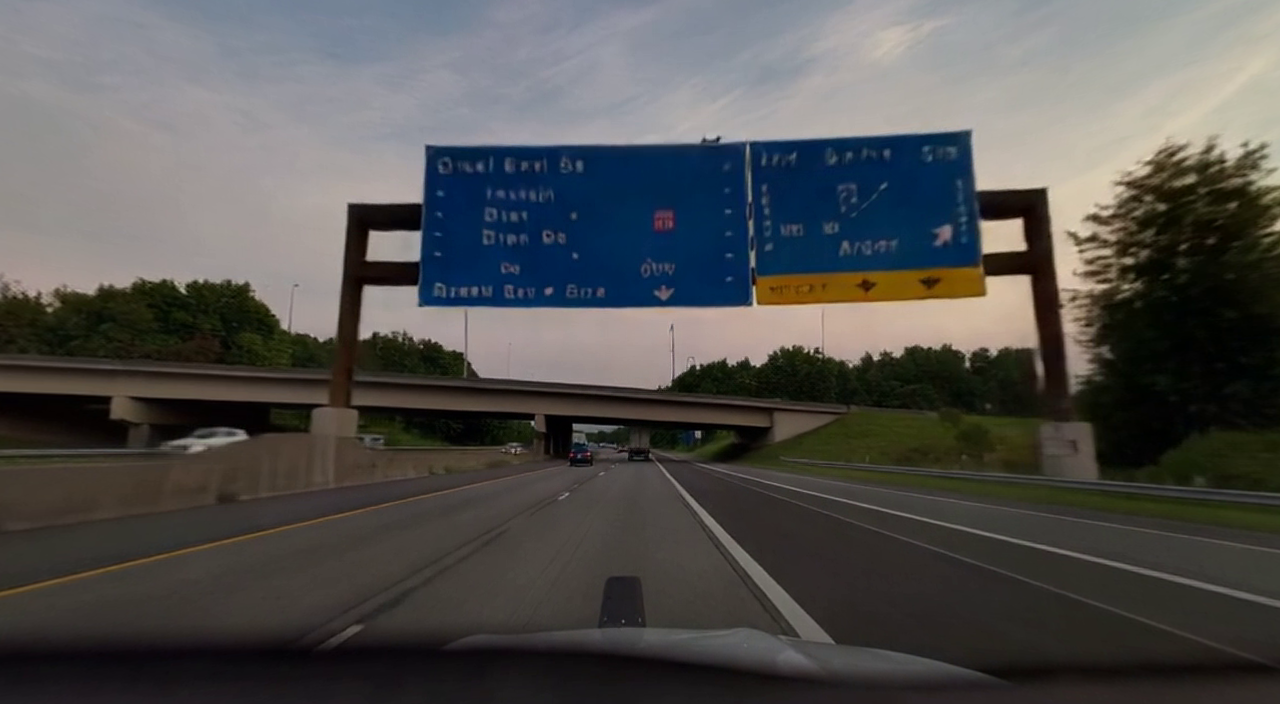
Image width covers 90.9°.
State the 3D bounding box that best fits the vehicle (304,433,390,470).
[{"bbox_3d":[-12.661,4.353,27.520,1.812,1.478,3.974,0,-9,0],"label":"vehicle"}]

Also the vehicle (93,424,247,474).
[{"bbox_3d":[-16.006,3.364,21.820,1.936,1.518,4.340,0,-9,1],"label":"vehicle"}]

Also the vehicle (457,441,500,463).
[{"bbox_3d":[-11.891,7.423,46.804,1.936,1.515,4.769,0,-9,0],"label":"vehicle"}]

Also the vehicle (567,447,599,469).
[{"bbox_3d":[-4.246,7.930,47.370,2.042,1.526,4.516,0,-9,0],"label":"vehicle"}]
